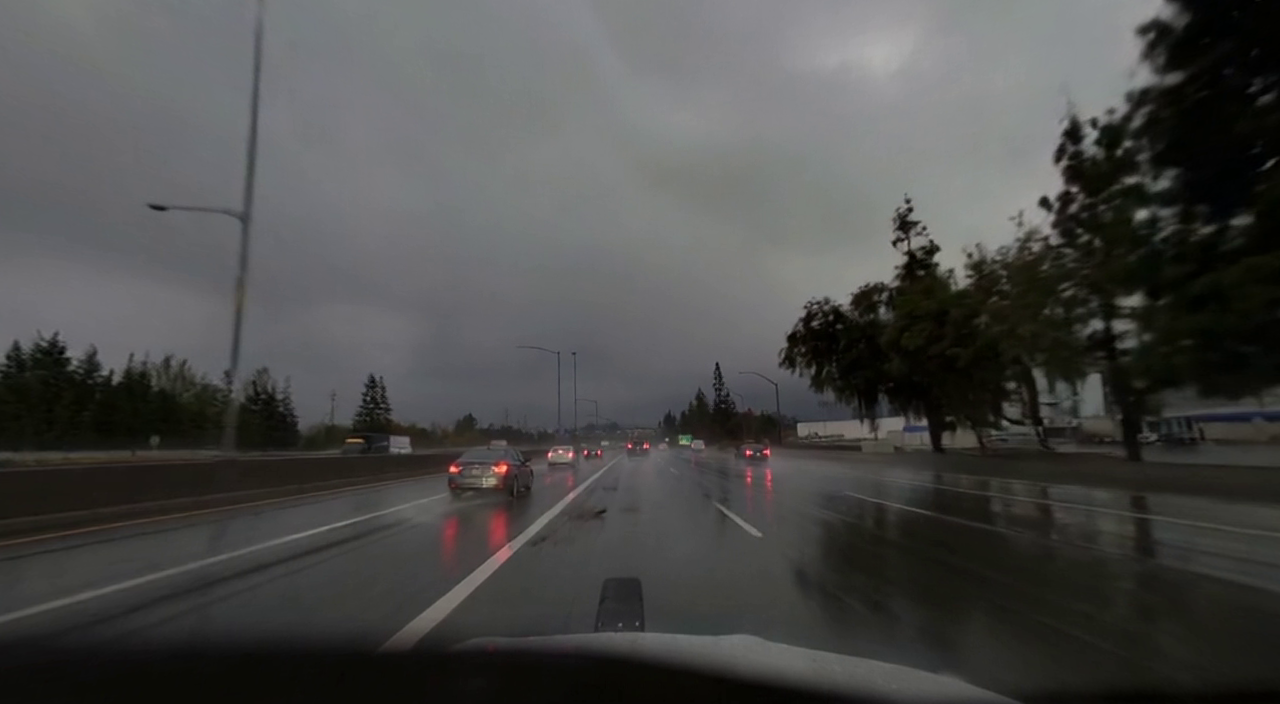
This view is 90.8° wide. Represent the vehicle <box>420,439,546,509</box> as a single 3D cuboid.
[{"bbox_3d":[-3.598,2.882,15.362,1.959,1.433,4.291,0,-9,0],"label":"vehicle"}]

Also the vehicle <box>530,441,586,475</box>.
[{"bbox_3d":[-3.910,5.138,30.819,2.047,1.469,4.614,0,-9,1],"label":"vehicle"}]

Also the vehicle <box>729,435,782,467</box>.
[{"bbox_3d":[6.867,5.948,37.974,2.147,1.769,4.666,0,-9,-2],"label":"vehicle"}]
